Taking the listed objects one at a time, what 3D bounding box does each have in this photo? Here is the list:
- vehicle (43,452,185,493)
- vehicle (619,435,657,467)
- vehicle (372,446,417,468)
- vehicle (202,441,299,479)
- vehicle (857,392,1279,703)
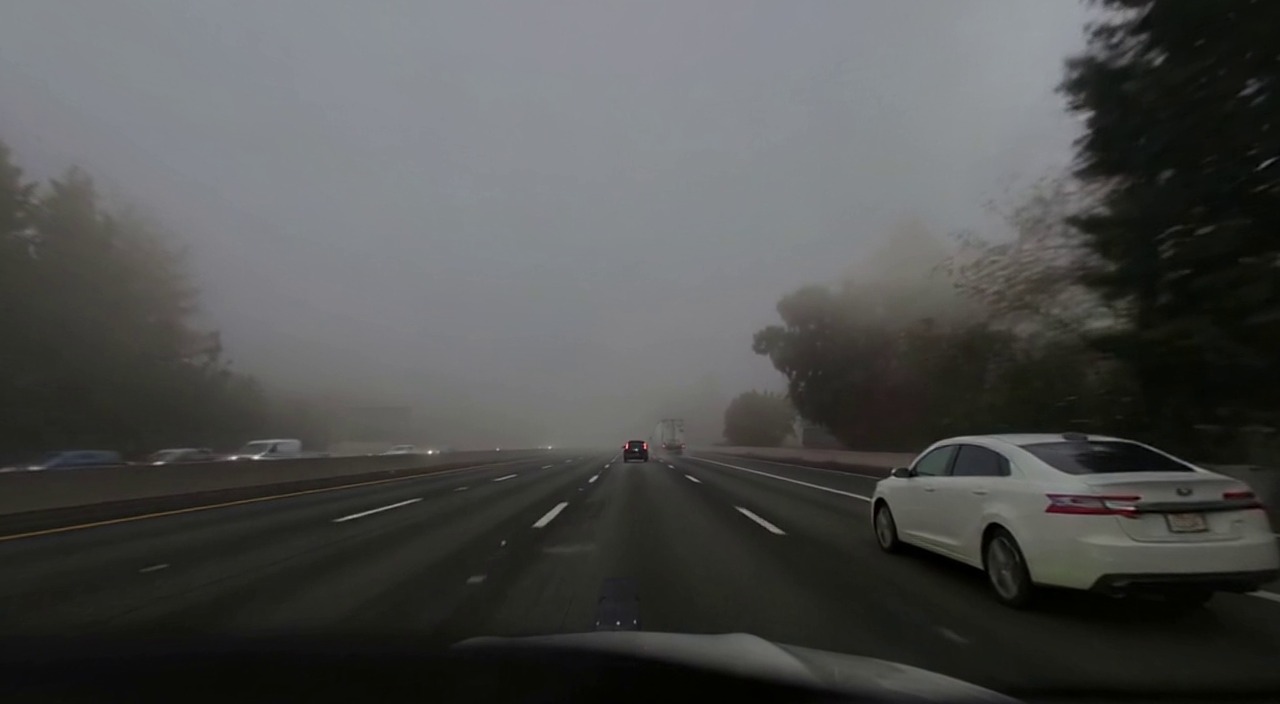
[{"bbox_3d":[-21.998,5.029,26.723,1.986,1.484,4.683,0,-9,0],"label":"vehicle"},{"bbox_3d":[-0.166,6.305,40.359,2.297,1.912,4.355,0,-8,-1],"label":"vehicle"},{"bbox_3d":[-18.103,7.736,46.691,1.796,1.505,3.726,0,-8,0],"label":"vehicle"},{"bbox_3d":[-18.136,5.031,29.664,1.863,1.613,4.092,0,-8,0],"label":"vehicle"},{"bbox_3d":[3.655,1.324,5.437,1.950,1.596,4.326,0,-8,-1],"label":"vehicle"}]
